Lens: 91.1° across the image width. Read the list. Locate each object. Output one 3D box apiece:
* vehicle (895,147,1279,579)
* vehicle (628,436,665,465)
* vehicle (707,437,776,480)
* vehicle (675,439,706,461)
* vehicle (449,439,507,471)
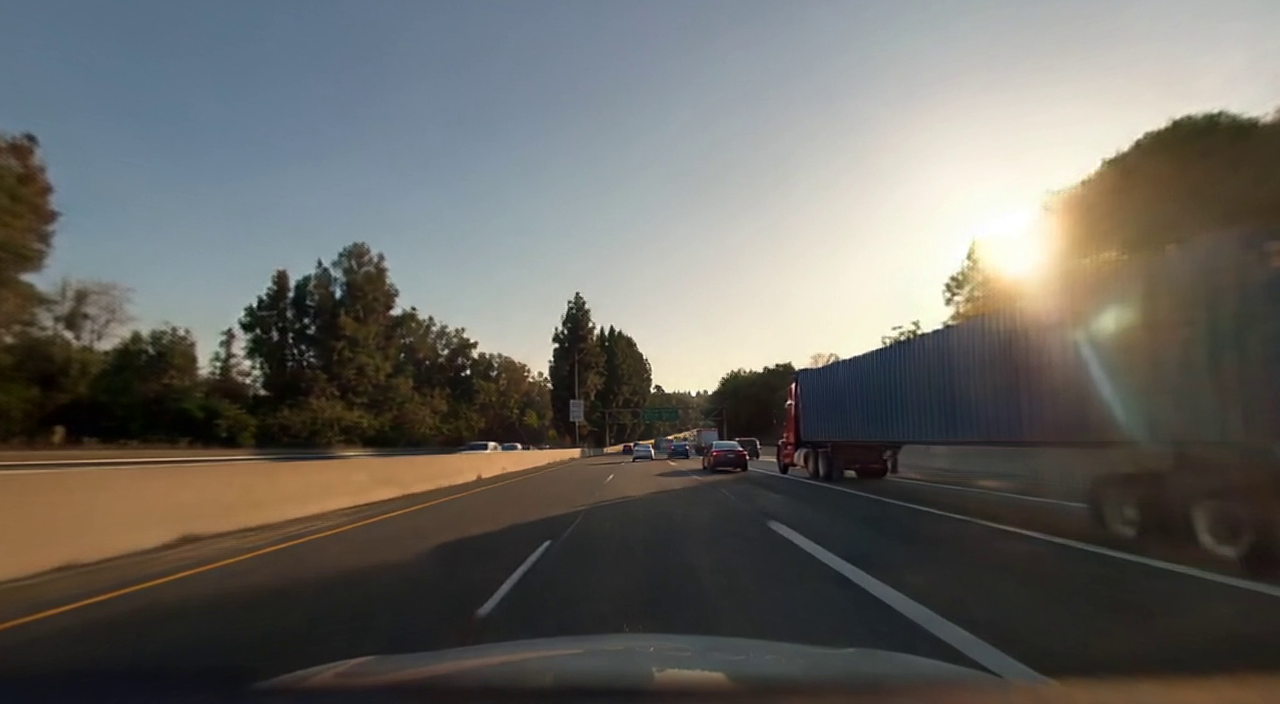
[{"bbox_3d":[7.406,0.696,9.952,2.784,4.002,9.298,0,-8,0],"label":"vehicle"},{"bbox_3d":[0.431,6.418,41.056,2.313,1.736,4.215,0,-8,1],"label":"vehicle"},{"bbox_3d":[3.851,4.135,24.639,1.888,1.501,4.608,0,-8,0],"label":"vehicle"},{"bbox_3d":[3.932,7.755,49.727,2.084,1.668,4.511,0,-8,0],"label":"vehicle"},{"bbox_3d":[-9.618,6.112,37.605,2.121,1.775,4.656,0,-8,2],"label":"vehicle"}]
